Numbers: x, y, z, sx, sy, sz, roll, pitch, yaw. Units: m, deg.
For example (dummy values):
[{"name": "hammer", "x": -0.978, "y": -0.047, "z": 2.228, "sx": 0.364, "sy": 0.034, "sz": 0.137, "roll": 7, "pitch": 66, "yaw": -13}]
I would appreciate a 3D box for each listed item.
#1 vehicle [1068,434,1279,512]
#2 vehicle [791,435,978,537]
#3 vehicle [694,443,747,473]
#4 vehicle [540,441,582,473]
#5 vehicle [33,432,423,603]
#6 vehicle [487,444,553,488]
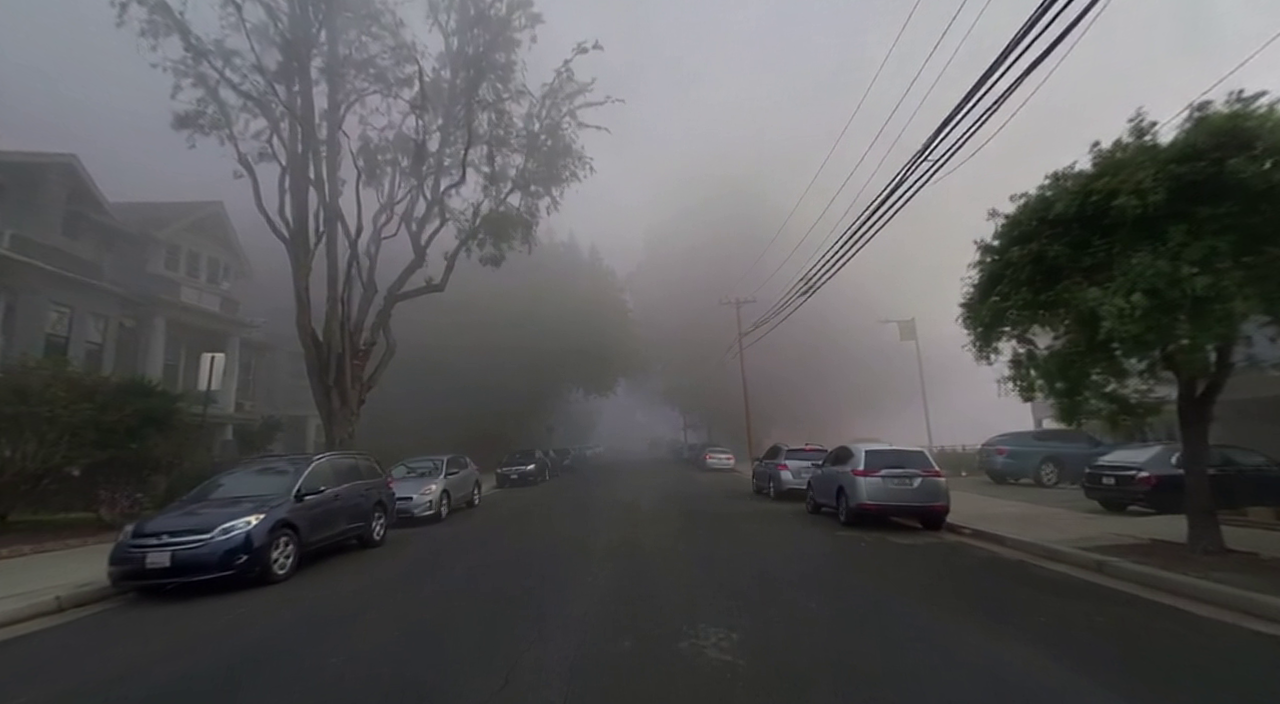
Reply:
[{"name": "vehicle", "x": 12.648, "y": 2.716, "z": 14.455, "sx": 4.285, "sy": 1.641, "sz": 1.832, "roll": 0, "pitch": -8, "yaw": 0}, {"name": "vehicle", "x": 4.377, "y": 2.426, "z": 12.150, "sx": 1.864, "sy": 1.592, "sz": 4.221, "roll": 0, "pitch": -8, "yaw": 0}, {"name": "vehicle", "x": 4.255, "y": 5.700, "z": 34.221, "sx": 2.174, "sy": 1.504, "sz": 4.809, "roll": 0, "pitch": -8, "yaw": 0}, {"name": "vehicle", "x": -5.320, "y": 7.184, "z": 43.561, "sx": 2.184, "sy": 1.958, "sz": 5.757, "roll": -1, "pitch": -8, "yaw": 0}, {"name": "vehicle", "x": -5.188, "y": 2.100, "z": 9.168, "sx": 2.360, "sy": 1.772, "sz": 4.907, "roll": 0, "pitch": -8, "yaw": -1}, {"name": "vehicle", "x": -5.118, "y": 4.917, "z": 27.628, "sx": 2.032, "sy": 1.716, "sz": 4.382, "roll": 0, "pitch": -8, "yaw": 0}]
